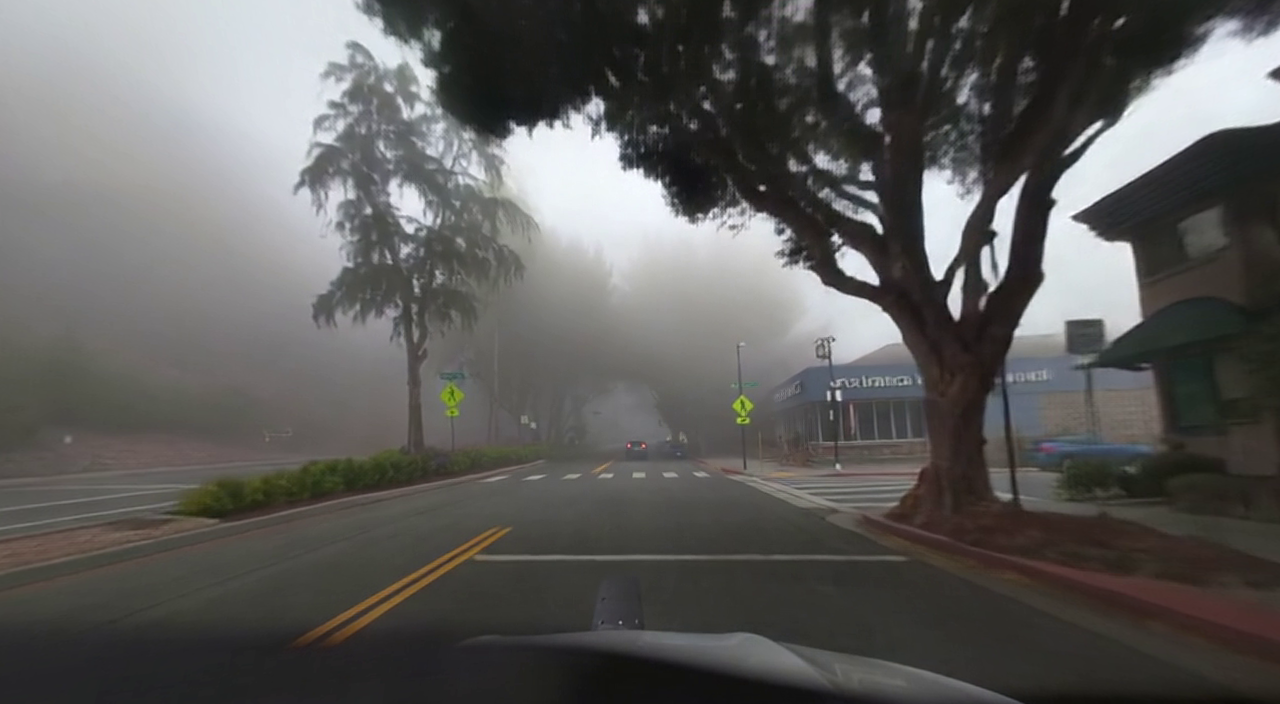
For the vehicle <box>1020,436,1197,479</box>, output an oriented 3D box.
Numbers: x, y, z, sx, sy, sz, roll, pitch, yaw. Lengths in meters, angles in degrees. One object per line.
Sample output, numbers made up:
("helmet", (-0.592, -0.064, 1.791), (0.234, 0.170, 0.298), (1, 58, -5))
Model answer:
("vehicle", (16.713, 3.754, 22.775), (4.563, 1.457, 2.139), (-1, -7, 6))
